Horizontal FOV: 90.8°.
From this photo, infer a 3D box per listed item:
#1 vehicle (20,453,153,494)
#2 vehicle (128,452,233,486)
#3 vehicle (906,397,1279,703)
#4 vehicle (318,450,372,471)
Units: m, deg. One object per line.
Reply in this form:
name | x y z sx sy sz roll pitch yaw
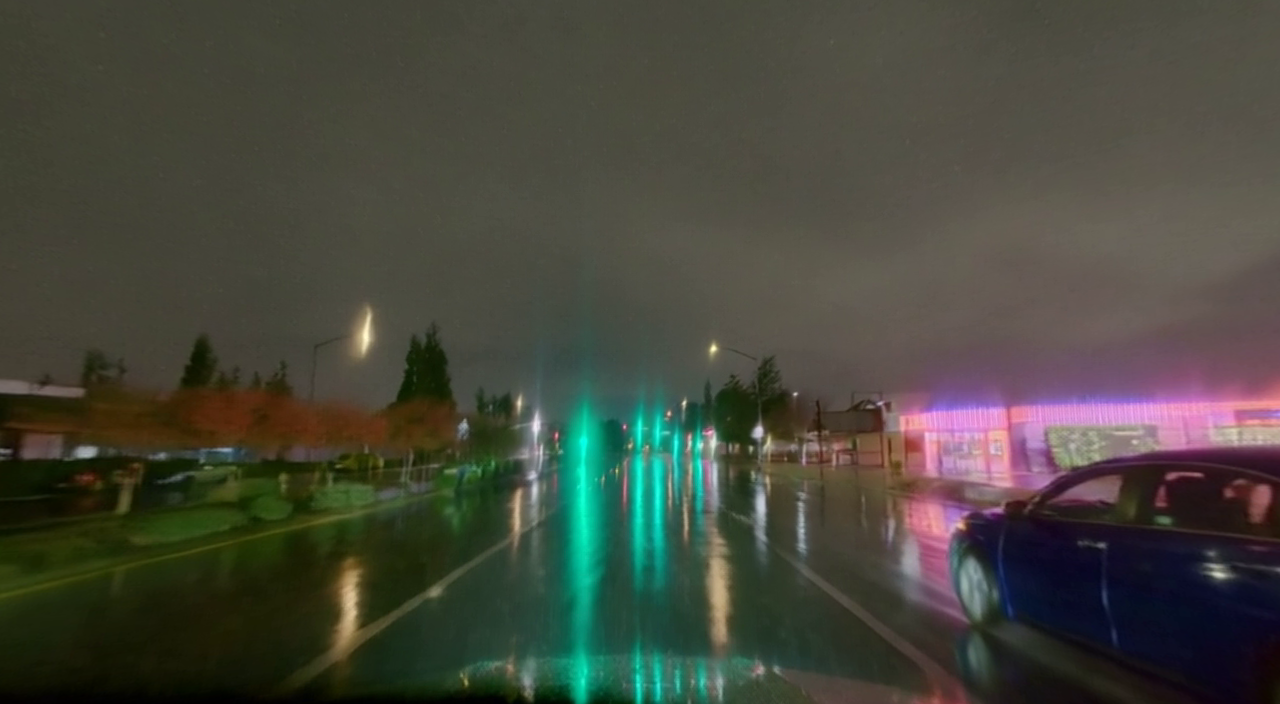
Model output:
vehicle | -22.394 4.882 25.786 1.745 1.476 4.123 0 -9 -1
vehicle | -22.399 5.692 31.034 1.784 1.438 4.471 -1 -8 0
vehicle | 3.105 0.967 2.626 2.004 1.470 4.544 0 -9 0
vehicle | -22.170 8.150 47.627 1.771 1.445 4.321 -1 -9 3
